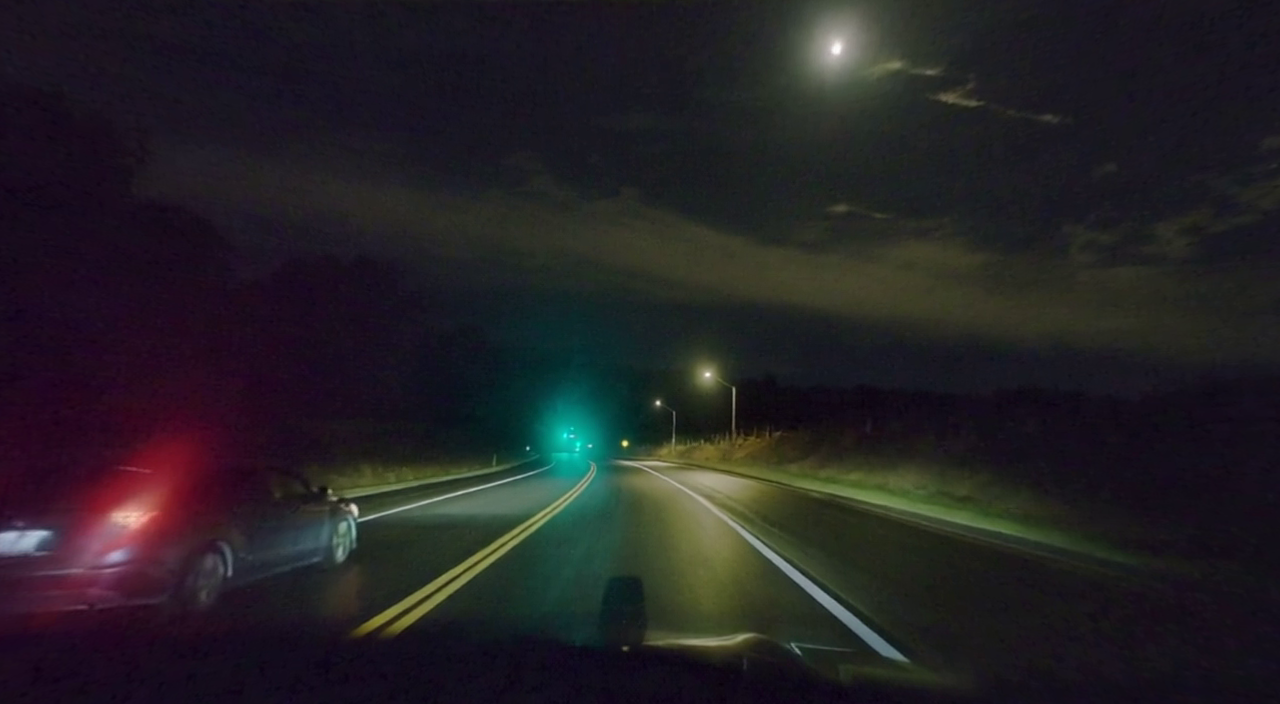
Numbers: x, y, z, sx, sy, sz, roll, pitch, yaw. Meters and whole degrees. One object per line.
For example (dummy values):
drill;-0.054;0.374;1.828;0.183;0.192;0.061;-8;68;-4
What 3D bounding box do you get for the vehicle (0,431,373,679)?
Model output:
vehicle;-4.578;1.590;6.162;1.968;1.503;4.443;0;-9;0
